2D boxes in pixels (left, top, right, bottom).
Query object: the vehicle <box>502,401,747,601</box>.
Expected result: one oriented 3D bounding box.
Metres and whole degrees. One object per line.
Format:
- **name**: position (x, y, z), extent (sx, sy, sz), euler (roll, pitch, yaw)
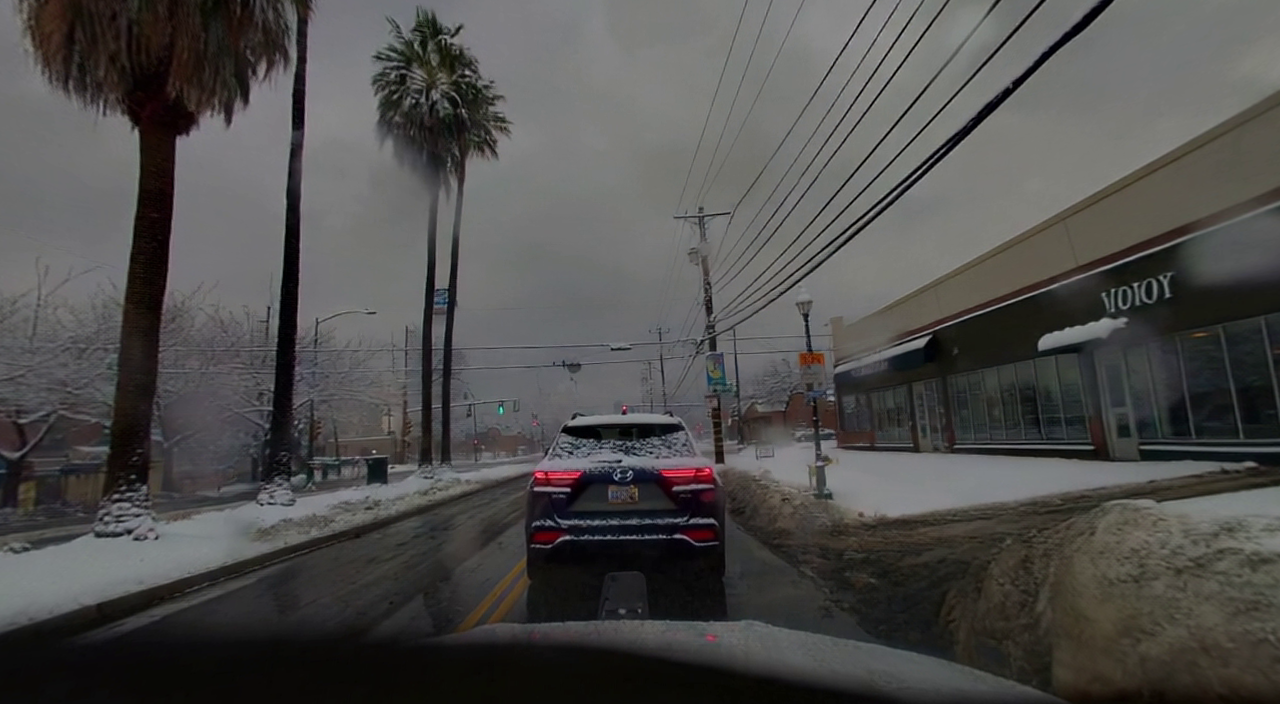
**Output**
- **vehicle**: position (-0.207, 1.560, 7.408), extent (2.105, 1.702, 3.750), euler (0, -8, -3)
